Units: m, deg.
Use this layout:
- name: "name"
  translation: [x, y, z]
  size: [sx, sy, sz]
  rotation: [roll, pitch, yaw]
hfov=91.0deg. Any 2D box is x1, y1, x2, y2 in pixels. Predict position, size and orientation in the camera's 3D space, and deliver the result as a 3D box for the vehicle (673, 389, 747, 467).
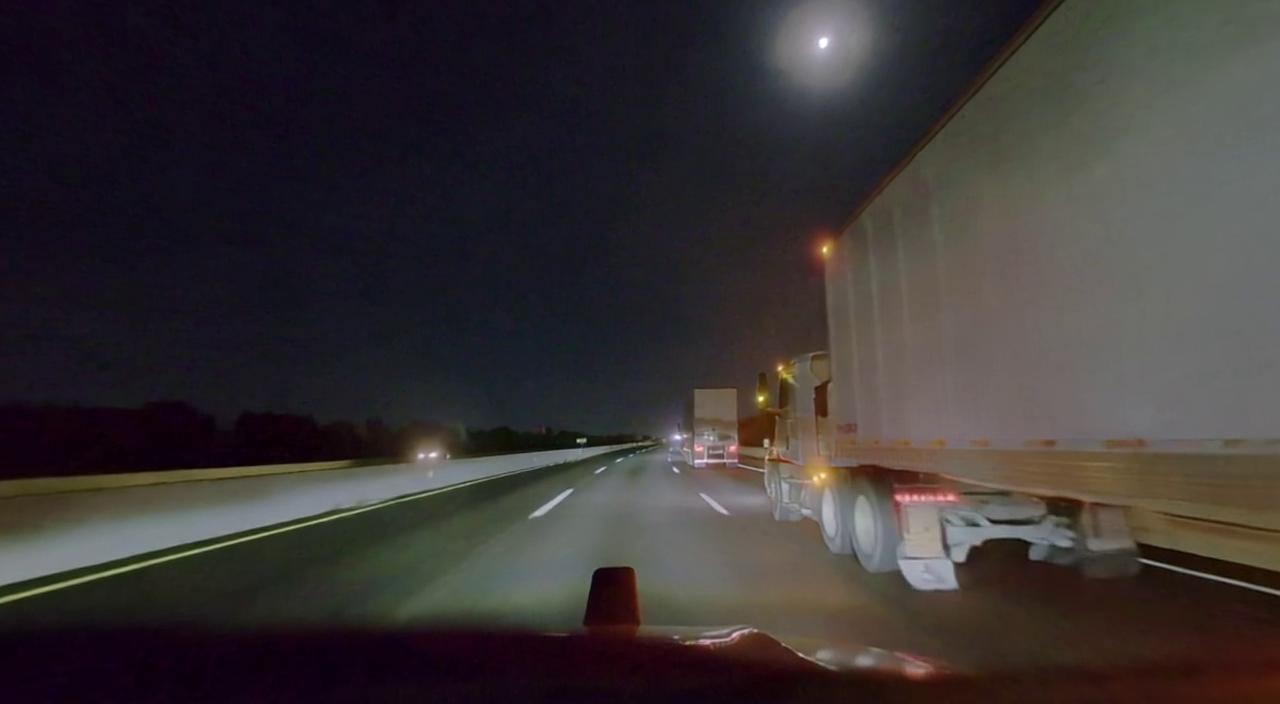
- name: "vehicle"
  translation: [4.097, 5.049, 40.783]
  size: [2.960, 4.099, 14.097]
  rotation: [0, -8, -1]
